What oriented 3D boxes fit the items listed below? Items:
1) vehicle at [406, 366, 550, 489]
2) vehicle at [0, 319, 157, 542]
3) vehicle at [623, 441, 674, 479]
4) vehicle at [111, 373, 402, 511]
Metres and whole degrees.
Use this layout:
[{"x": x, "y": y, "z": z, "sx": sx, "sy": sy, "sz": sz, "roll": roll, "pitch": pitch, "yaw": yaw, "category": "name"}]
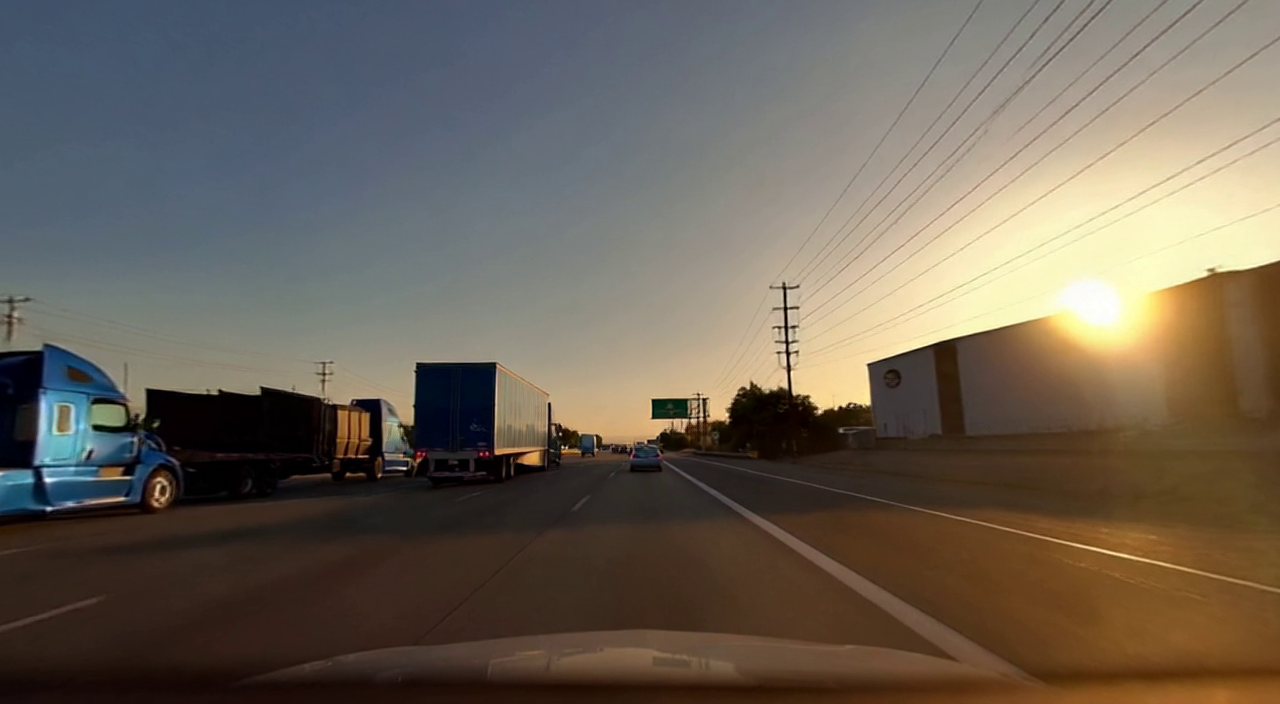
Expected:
[{"x": -6.452, "y": 3.614, "z": 28.603, "sx": 2.907, "sy": 4.081, "sz": 15.311, "roll": 0, "pitch": -9, "yaw": -2, "category": "vehicle"}, {"x": -10.559, "y": 1.018, "z": 8.249, "sx": 2.722, "sy": 3.172, "sz": 7.167, "roll": 0, "pitch": -8, "yaw": 0, "category": "vehicle"}, {"x": 0.330, "y": 4.665, "z": 27.554, "sx": 2.055, "sy": 1.514, "sz": 4.323, "roll": 0, "pitch": -8, "yaw": -1, "category": "vehicle"}, {"x": -10.534, "y": 2.743, "z": 19.185, "sx": 2.896, "sy": 3.140, "sz": 9.491, "roll": 0, "pitch": -8, "yaw": 0, "category": "vehicle"}]
